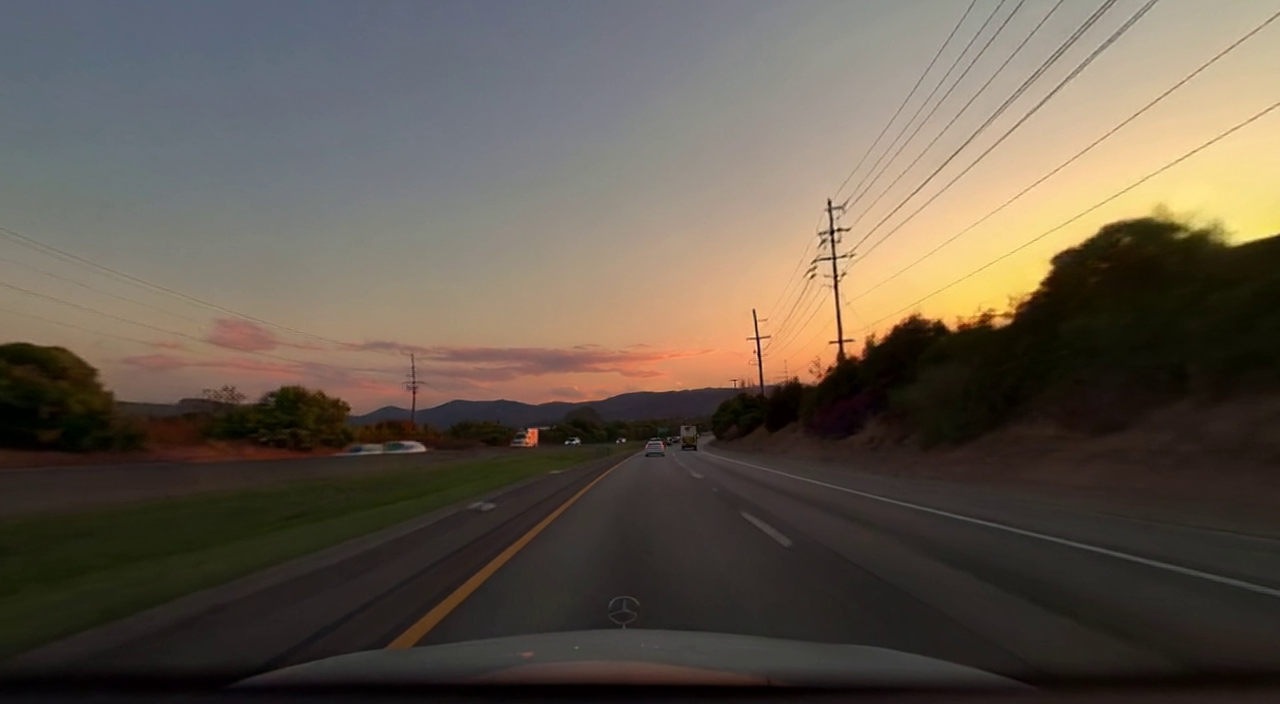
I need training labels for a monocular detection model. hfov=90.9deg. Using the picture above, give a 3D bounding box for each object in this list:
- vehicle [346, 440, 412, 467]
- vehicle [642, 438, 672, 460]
[{"bbox_3d":[-16.071,6.260,39.071,1.979,1.548,4.640,-1,-8,2],"label":"vehicle"},{"bbox_3d":[1.303,7.331,47.844,2.192,1.556,4.132,-1,-8,2],"label":"vehicle"}]
